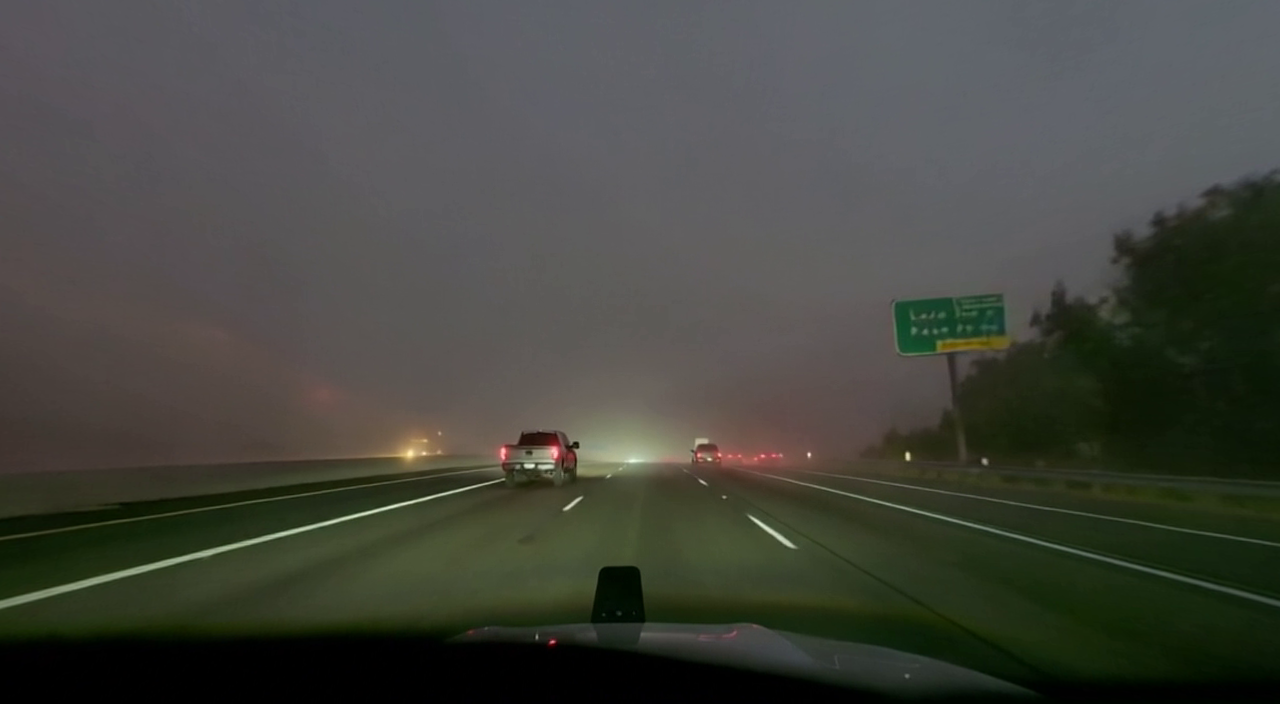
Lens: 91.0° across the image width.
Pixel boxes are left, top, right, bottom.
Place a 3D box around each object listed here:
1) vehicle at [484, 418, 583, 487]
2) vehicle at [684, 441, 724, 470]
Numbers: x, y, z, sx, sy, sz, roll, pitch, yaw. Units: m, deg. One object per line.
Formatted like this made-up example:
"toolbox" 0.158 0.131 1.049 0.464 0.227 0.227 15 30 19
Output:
"vehicle" -3.733 3.745 23.606 2.496 2.203 6.317 0 -9 1
"vehicle" 3.907 6.431 39.104 2.095 1.668 4.135 0 -9 1
